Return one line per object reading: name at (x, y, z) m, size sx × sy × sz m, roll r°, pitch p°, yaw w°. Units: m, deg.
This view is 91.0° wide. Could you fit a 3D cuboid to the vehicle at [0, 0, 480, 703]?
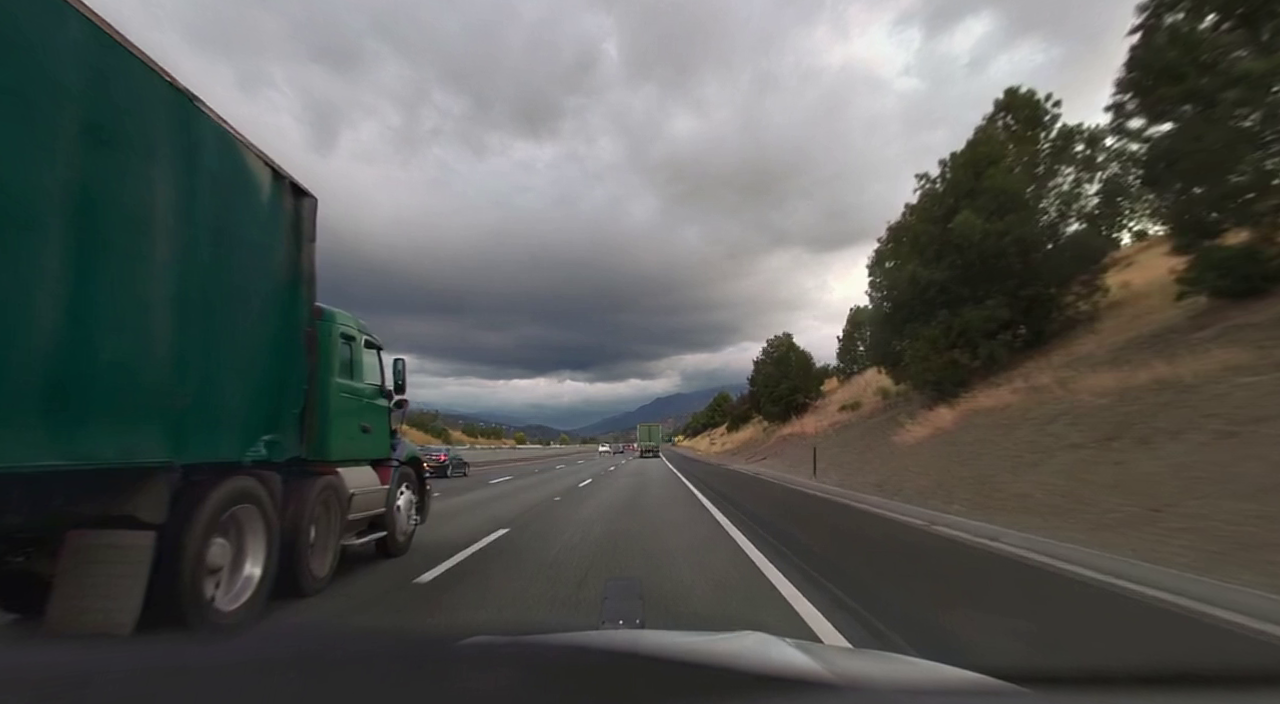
vehicle at (-3.716, 0.299, 4.703) m, size 2.989 × 3.493 × 8.299 m, roll 1°, pitch -9°, yaw -1°
